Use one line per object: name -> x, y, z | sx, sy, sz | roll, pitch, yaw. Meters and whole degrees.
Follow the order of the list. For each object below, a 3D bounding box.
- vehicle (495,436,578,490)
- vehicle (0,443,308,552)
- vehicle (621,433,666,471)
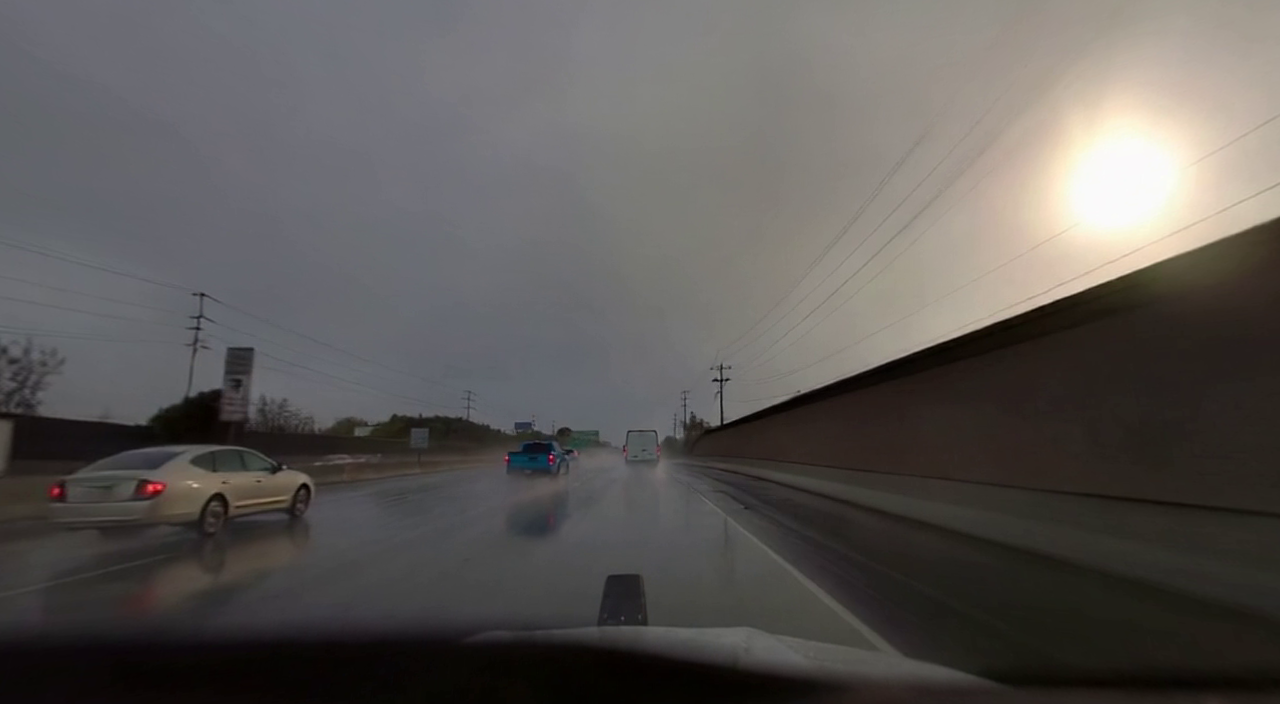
vehicle -> -3.656, 4.018, 23.108 | 2.145, 1.730, 4.729 | -1, -8, 2
vehicle -> -8.040, 2.349, 10.967 | 1.941, 1.475, 4.597 | 0, -8, 1
vehicle -> 0.212, 6.487, 40.833 | 2.692, 2.279, 5.695 | 0, -8, 0
